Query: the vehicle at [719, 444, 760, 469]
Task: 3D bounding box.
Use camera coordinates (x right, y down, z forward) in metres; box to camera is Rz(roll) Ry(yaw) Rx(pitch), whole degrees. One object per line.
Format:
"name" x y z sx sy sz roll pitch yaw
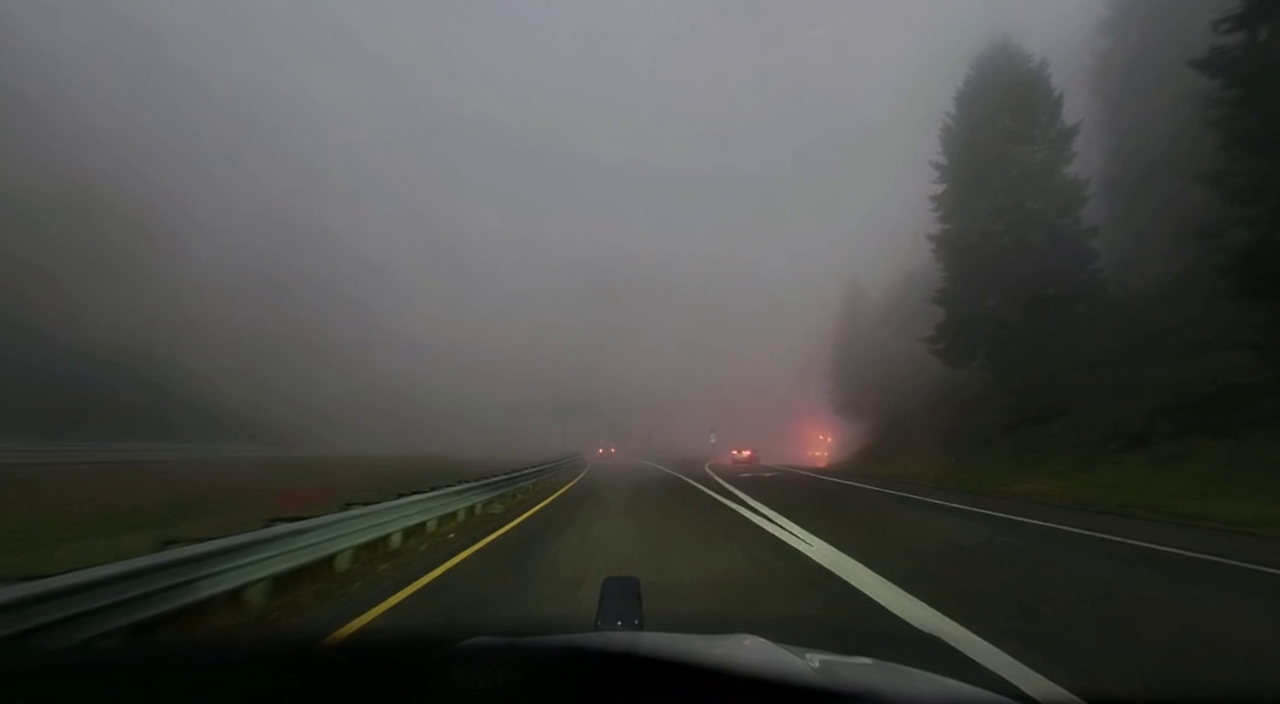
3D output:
"vehicle" 6.065 6.411 38.709 2.129 1.444 3.649 -1 -9 3
